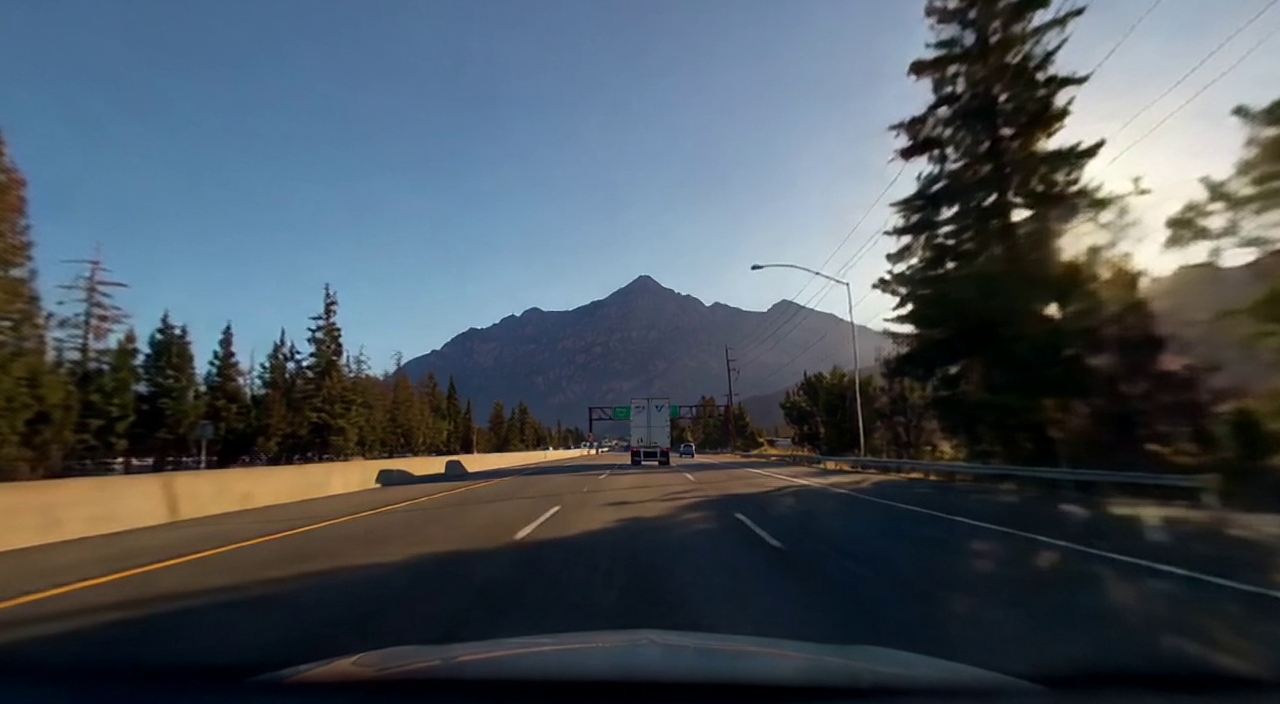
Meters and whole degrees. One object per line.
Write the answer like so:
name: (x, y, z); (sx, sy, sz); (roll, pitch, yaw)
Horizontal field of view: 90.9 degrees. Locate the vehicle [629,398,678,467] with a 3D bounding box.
vehicle: (0.769, 5.636, 43.277); (2.919, 4.101, 11.541); (0, -8, 0)
